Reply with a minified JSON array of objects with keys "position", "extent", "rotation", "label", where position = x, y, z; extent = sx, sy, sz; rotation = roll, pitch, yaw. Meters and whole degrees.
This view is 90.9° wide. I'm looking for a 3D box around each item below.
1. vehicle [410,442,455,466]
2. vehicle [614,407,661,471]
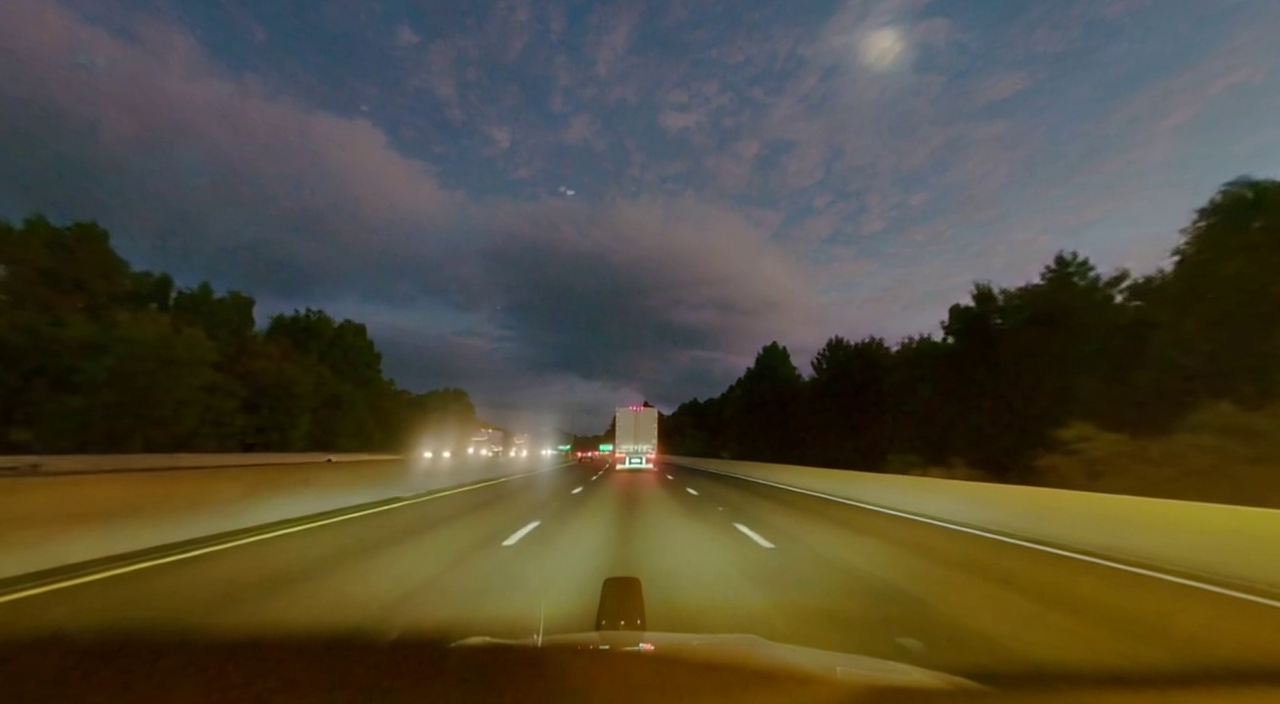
[{"position":[-13.773,6.808,42.009],"extent":[1.770,1.469,3.967],"rotation":[0,-9,-2],"label":"vehicle"},{"position":[-0.304,6.308,44.994],"extent":[2.962,3.953,10.696],"rotation":[0,-9,-1],"label":"vehicle"}]
